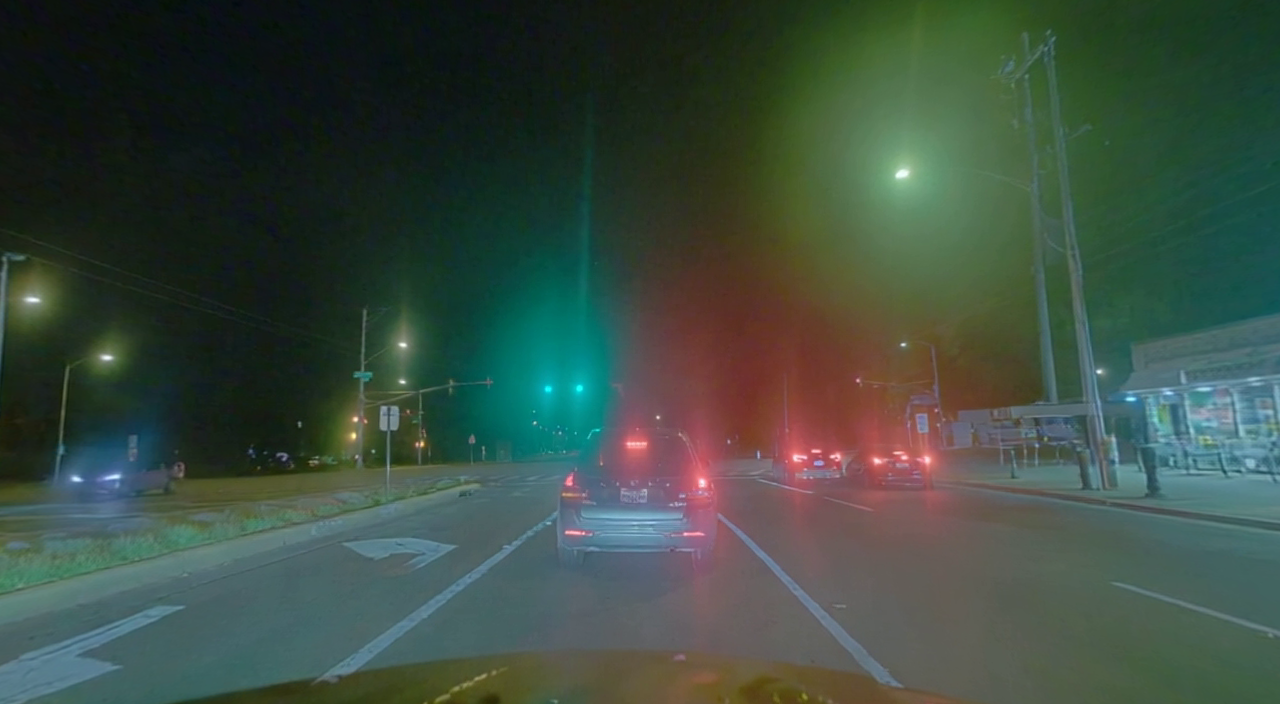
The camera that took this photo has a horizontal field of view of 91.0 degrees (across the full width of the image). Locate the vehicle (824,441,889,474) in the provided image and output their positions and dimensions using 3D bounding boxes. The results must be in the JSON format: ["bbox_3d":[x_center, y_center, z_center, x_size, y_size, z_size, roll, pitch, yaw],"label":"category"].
[{"bbox_3d":[11.383,5.555,33.369,2.081,1.651,4.432,-1,-9,3],"label":"vehicle"}]

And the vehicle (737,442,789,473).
[{"bbox_3d":[6.270,5.455,32.642,1.961,1.477,4.454,0,-9,2],"label":"vehicle"}]

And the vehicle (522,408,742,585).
[{"bbox_3d":[-0.059,1.694,8.125,2.115,1.700,3.901,0,-8,1],"label":"vehicle"}]

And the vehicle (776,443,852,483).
[{"bbox_3d":[6.858,4.380,25.249,1.833,1.452,4.237,0,-9,0],"label":"vehicle"}]

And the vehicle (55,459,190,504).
[{"bbox_3d":[-19.659,4.894,24.207,1.969,1.458,4.300,1,-9,-9],"label":"vehicle"}]
